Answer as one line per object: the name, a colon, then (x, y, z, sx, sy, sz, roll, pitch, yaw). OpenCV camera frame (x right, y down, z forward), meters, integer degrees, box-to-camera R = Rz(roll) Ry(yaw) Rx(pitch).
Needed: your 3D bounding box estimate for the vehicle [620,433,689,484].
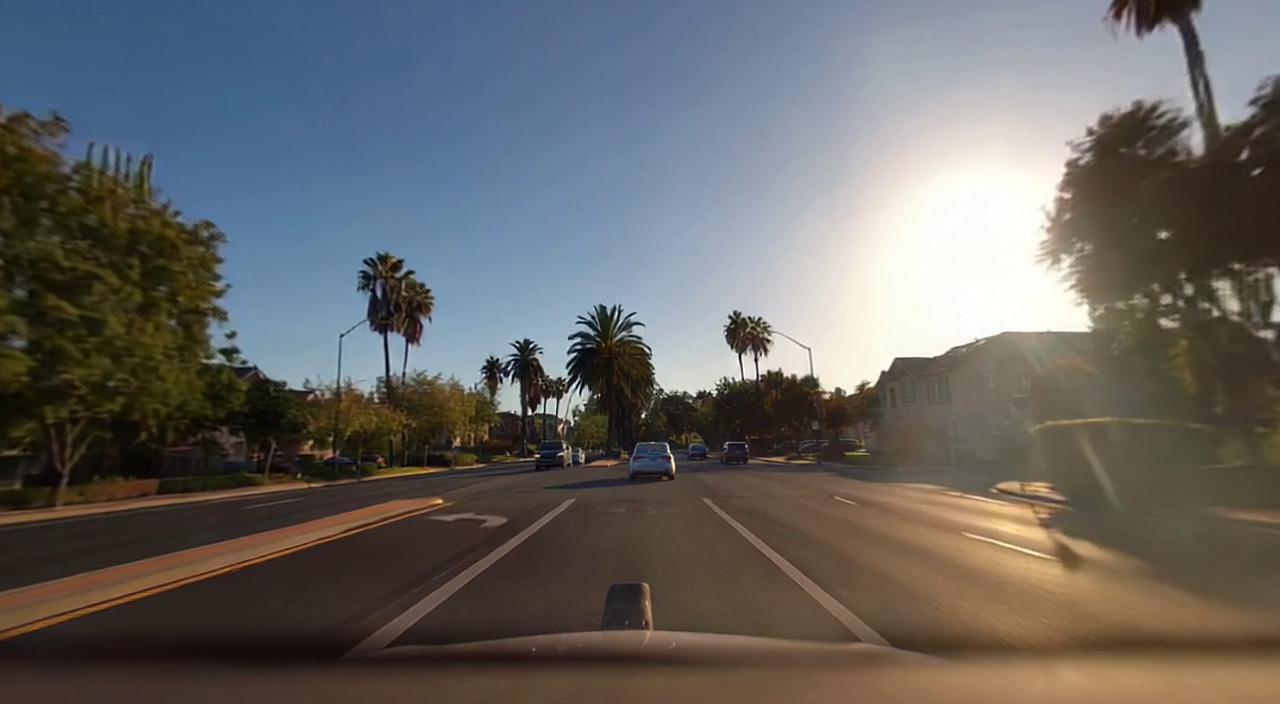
vehicle: (0.437, 3.851, 23.147, 2.289, 1.679, 4.180, 0, -8, -1)

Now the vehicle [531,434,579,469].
vehicle: (-5.048, 5.989, 37.975, 2.193, 1.967, 4.600, 0, -8, 1)

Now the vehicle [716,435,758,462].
vehicle: (7.526, 7.584, 49.712, 2.436, 2.010, 5.595, 0, -8, 0)

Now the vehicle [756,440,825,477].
vehicle: (6.465, 4.587, 27.518, 1.897, 1.477, 4.360, 0, -8, 0)

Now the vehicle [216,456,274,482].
vehicle: (-25.555, 7.496, 40.738, 4.694, 1.484, 1.893, -8, -11, 42)
